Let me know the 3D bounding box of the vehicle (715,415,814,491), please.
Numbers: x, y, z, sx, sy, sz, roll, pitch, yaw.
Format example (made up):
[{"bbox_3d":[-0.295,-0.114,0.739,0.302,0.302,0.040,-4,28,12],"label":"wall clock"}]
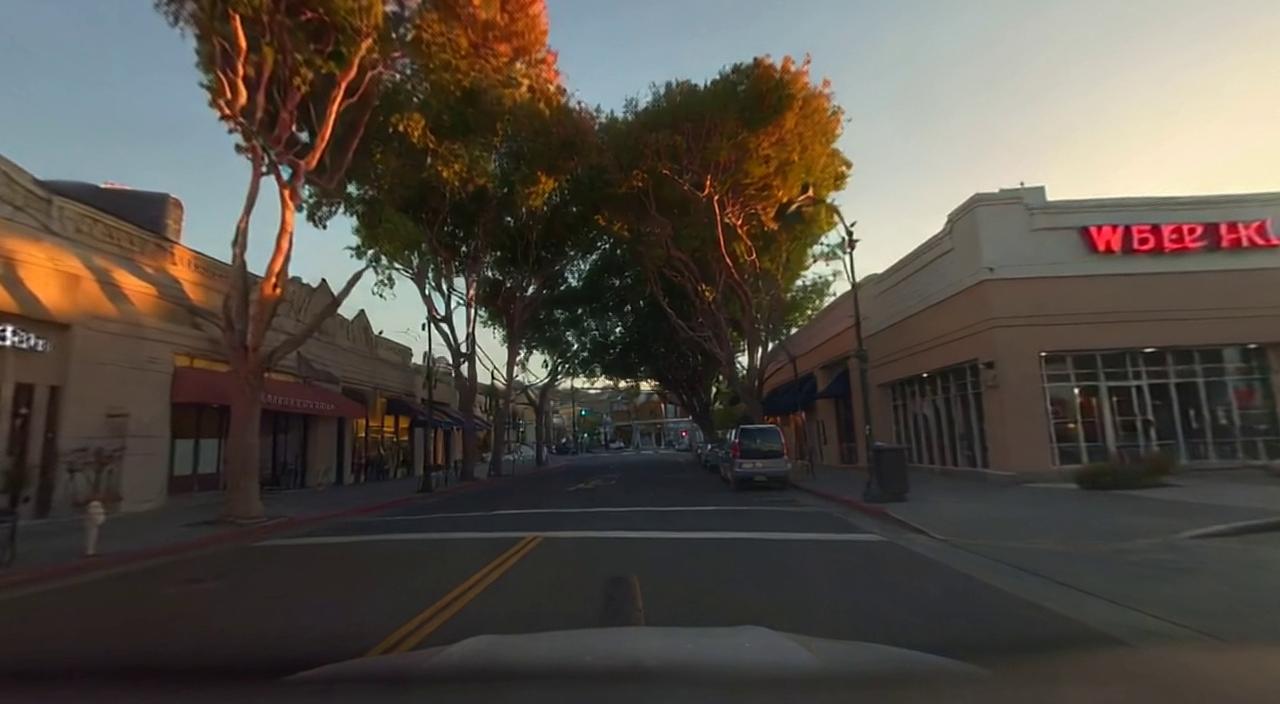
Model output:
[{"bbox_3d":[3.621,2.996,19.310,2.150,2.013,4.748,-1,-7,2],"label":"vehicle"}]
